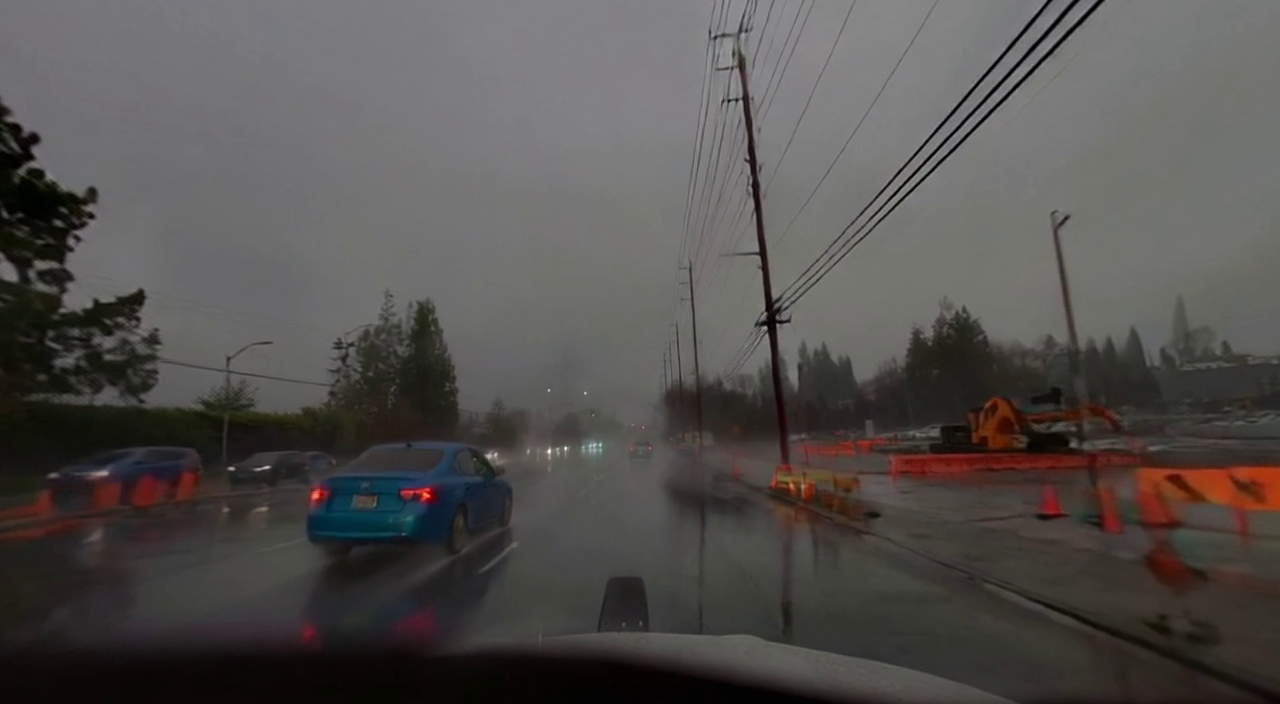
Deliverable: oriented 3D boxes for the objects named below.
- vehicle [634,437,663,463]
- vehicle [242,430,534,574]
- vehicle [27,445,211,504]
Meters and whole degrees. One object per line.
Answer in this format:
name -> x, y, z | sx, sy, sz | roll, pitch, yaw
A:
vehicle -> 0.580, 7.220, 46.438 | 2.060, 1.845, 4.151 | 0, -9, 0
vehicle -> -3.046, 1.935, 9.047 | 2.087, 1.480, 4.825 | 0, -9, 1
vehicle -> -17.892, 4.191, 22.120 | 2.178, 1.810, 5.012 | 0, -9, 0
